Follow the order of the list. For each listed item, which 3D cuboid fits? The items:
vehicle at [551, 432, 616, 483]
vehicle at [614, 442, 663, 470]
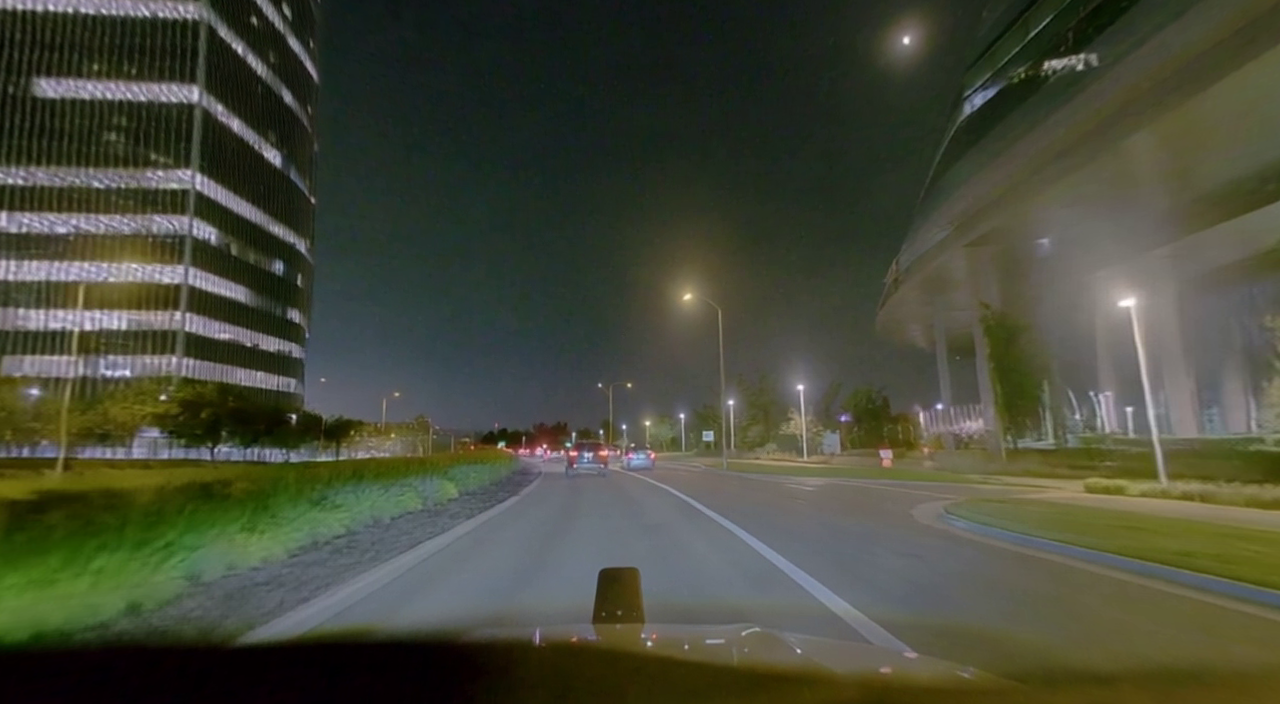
[{"bbox_3d":[-2.284,4.045,24.399,2.173,1.761,4.374,1,-9,-9],"label":"vehicle"},{"bbox_3d":[-0.168,6.003,36.598,2.116,1.506,4.355,2,-9,-10],"label":"vehicle"}]
